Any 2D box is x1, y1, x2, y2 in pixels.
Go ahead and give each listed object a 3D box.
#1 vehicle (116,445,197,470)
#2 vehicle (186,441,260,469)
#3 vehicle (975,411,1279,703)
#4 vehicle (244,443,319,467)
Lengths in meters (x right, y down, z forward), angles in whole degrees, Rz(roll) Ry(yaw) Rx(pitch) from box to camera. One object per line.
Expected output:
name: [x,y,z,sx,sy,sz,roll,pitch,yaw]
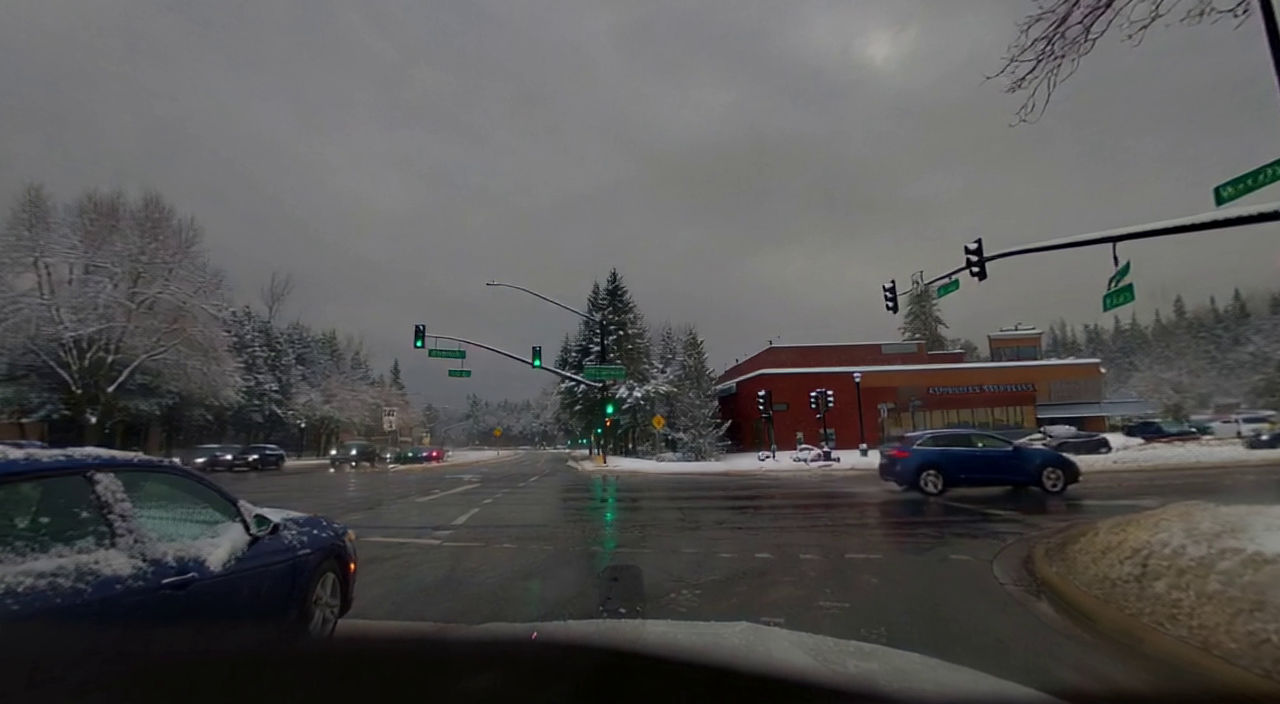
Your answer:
vehicle: [-34.099,7.427,44.610,2.079,1.681,4.675,0,-8,-2]
vehicle: [-27.160,6.698,41.212,1.886,1.694,4.420,0,-8,-2]
vehicle: [4.116,1.067,3.305,1.940,1.487,4.562,0,-8,-4]
vehicle: [-23.205,6.657,41.012,2.206,1.447,4.697,0,-8,-2]
